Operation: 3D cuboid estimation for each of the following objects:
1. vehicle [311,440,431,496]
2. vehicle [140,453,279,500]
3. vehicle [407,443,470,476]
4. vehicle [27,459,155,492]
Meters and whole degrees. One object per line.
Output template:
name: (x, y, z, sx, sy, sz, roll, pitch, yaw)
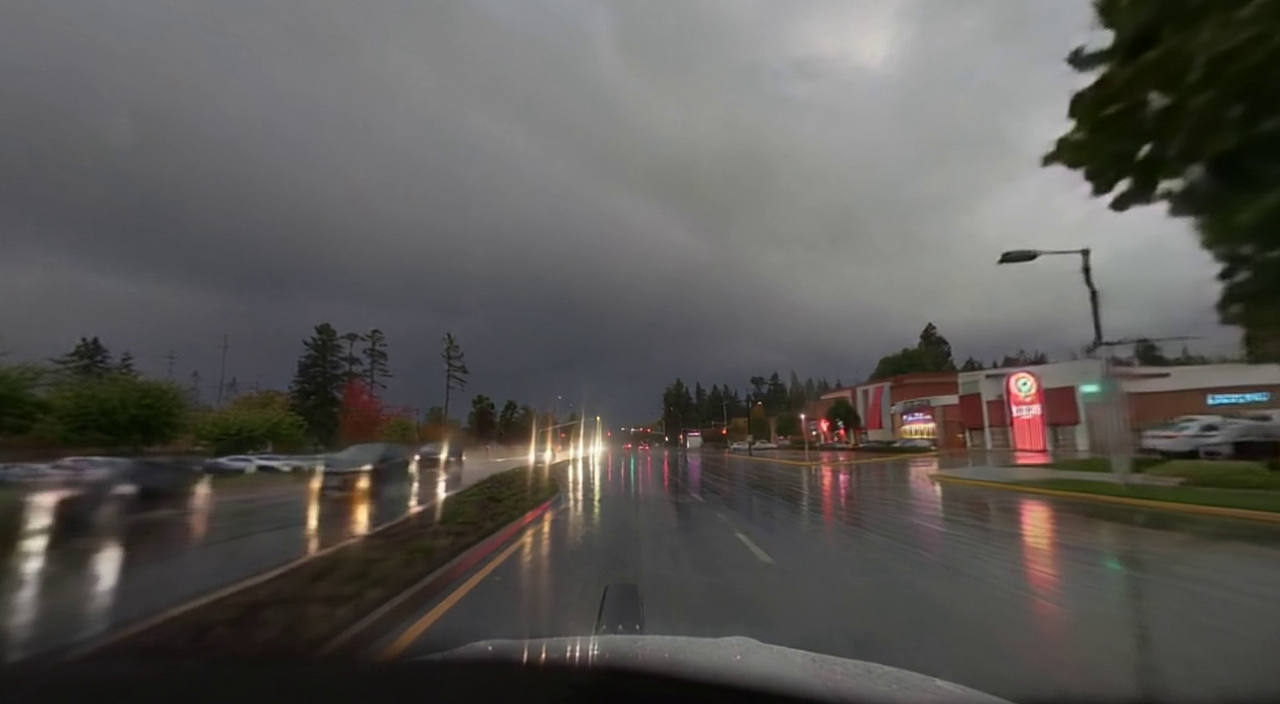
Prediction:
vehicle: (-8.818, 3.831, 21.219, 2.043, 1.651, 4.441, 0, -9, 0)
vehicle: (-15.200, 4.390, 22.677, 1.844, 1.472, 4.429, 0, -9, 0)
vehicle: (-11.746, 6.287, 37.239, 2.066, 1.798, 4.838, 0, -9, 0)
vehicle: (-28.009, 6.296, 32.434, 4.496, 1.428, 1.979, 3, -11, -26)
